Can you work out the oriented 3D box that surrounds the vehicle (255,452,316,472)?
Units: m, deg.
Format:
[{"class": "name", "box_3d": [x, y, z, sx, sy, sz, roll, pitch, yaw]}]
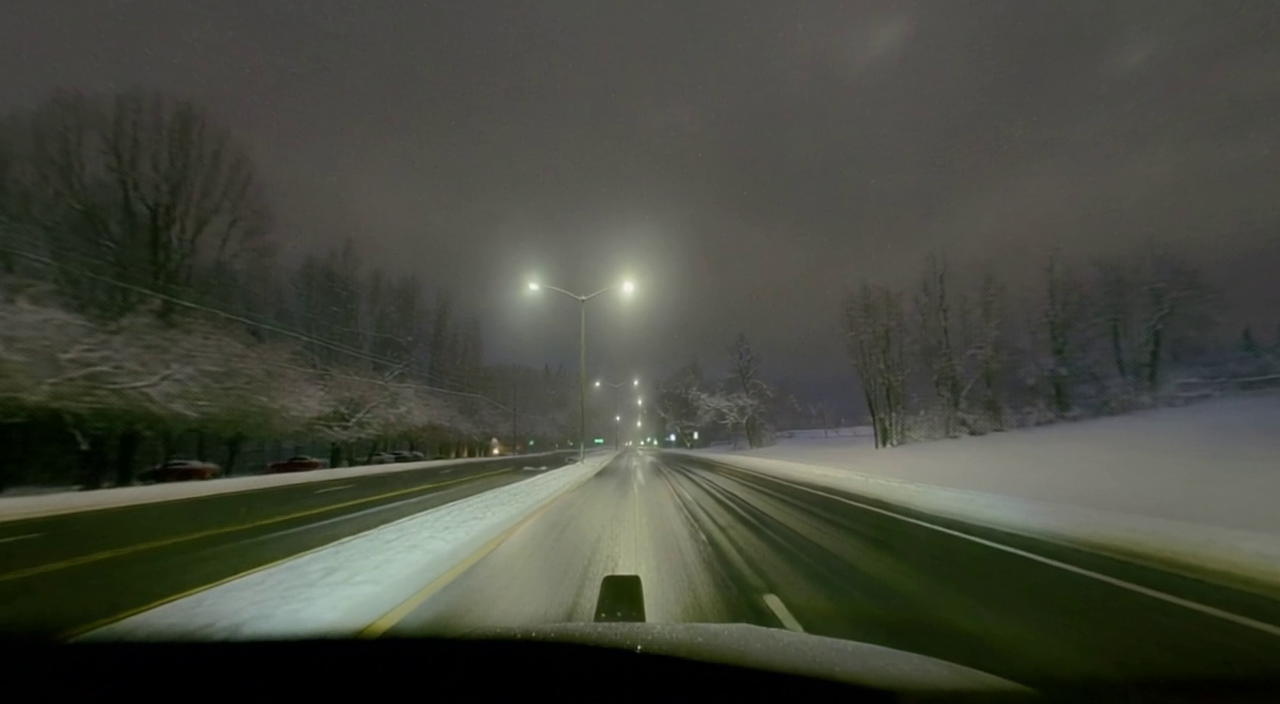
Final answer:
[{"class": "vehicle", "box_3d": [-27.544, 8.546, 49.207, 3.706, 1.426, 1.668, 0, -8, -2]}]

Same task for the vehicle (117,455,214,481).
[{"class": "vehicle", "box_3d": [-27.727, 6.785, 37.007, 3.956, 1.414, 2.109, -1, -8, 0]}]
